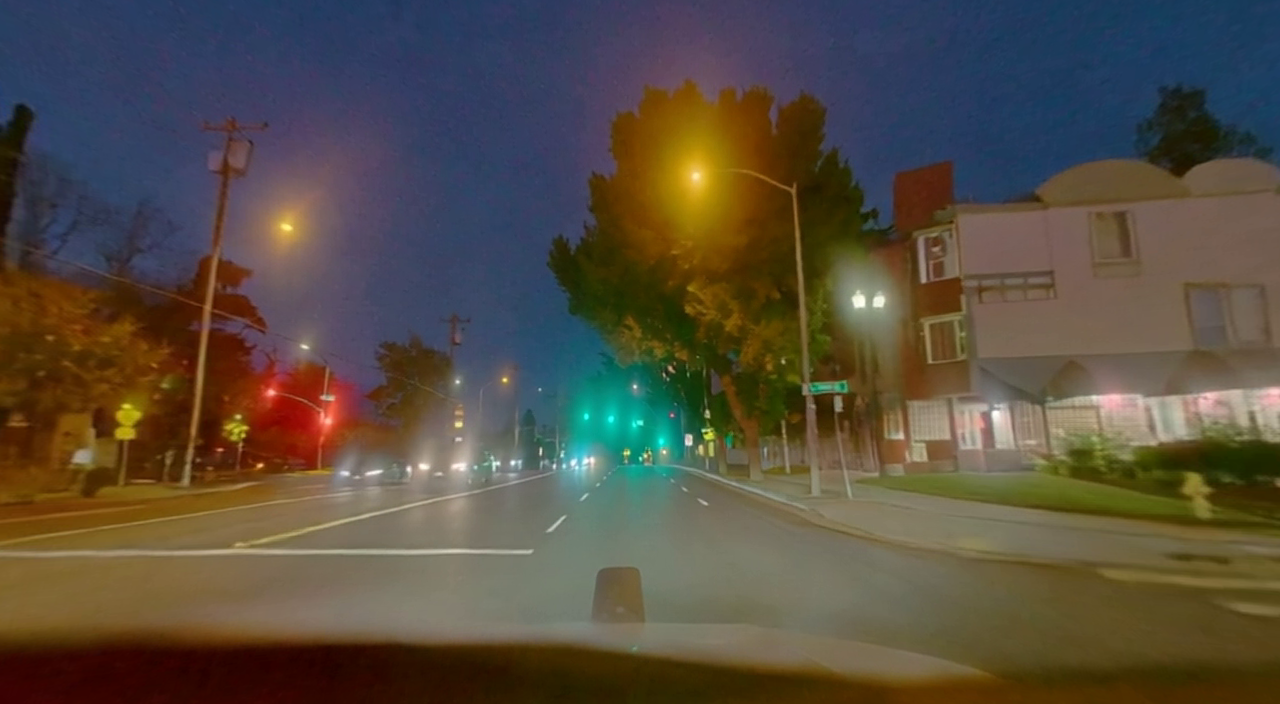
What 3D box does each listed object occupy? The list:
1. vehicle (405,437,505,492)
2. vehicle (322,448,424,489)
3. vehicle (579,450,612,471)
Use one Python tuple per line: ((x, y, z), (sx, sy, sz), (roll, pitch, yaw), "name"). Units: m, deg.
((-6.789, 4.193, 23.839), (2.322, 1.819, 4.651), (0, -9, 0), "vehicle")
((-10.186, 4.474, 24.557), (2.012, 1.429, 4.462), (0, -9, 0), "vehicle")
((-3.250, 8.141, 47.401), (2.122, 1.469, 4.388), (0, -9, 1), "vehicle")
